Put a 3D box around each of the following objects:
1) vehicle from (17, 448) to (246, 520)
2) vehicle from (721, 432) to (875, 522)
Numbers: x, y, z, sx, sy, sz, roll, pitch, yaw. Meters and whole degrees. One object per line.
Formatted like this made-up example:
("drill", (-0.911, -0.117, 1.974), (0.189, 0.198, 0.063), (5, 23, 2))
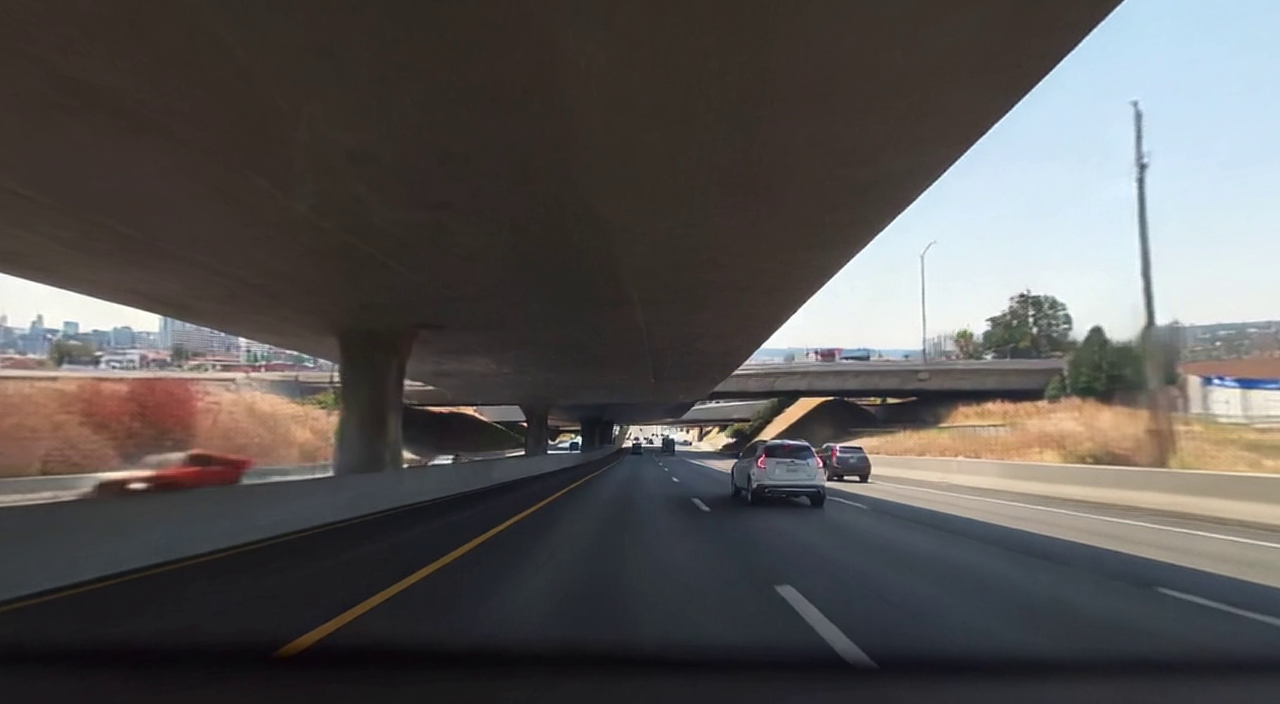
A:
("vehicle", (-13.696, 3.524, 17.548), (2.161, 1.666, 4.887), (0, -8, 2))
("vehicle", (3.031, 2.506, 13.290), (1.982, 1.533, 4.612), (0, -8, -1))
